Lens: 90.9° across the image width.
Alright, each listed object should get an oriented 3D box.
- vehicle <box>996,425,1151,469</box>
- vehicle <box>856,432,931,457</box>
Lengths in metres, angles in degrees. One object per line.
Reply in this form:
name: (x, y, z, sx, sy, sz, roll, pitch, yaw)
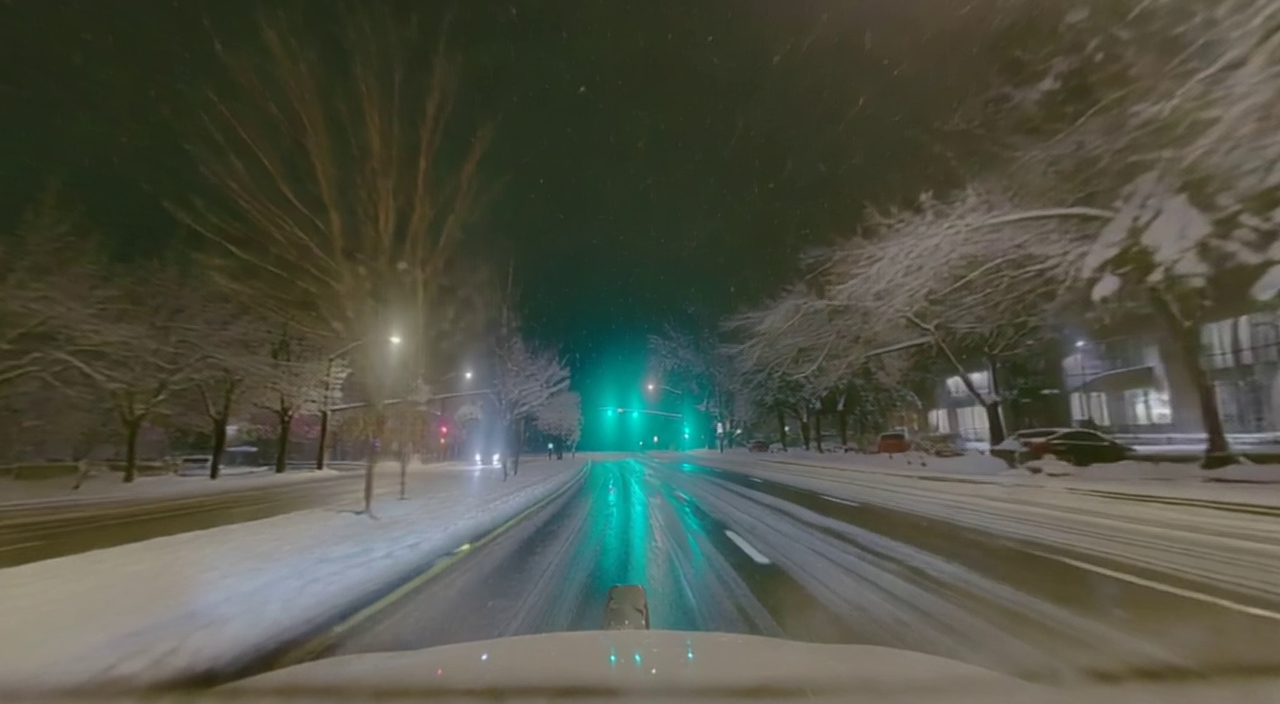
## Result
vehicle: (17.053, 3.764, 24.982, 4.510, 1.667, 2.247, 0, -8, -3)
vehicle: (17.691, 6.487, 44.198, 2.084, 1.675, 4.966, 3, -9, -18)
